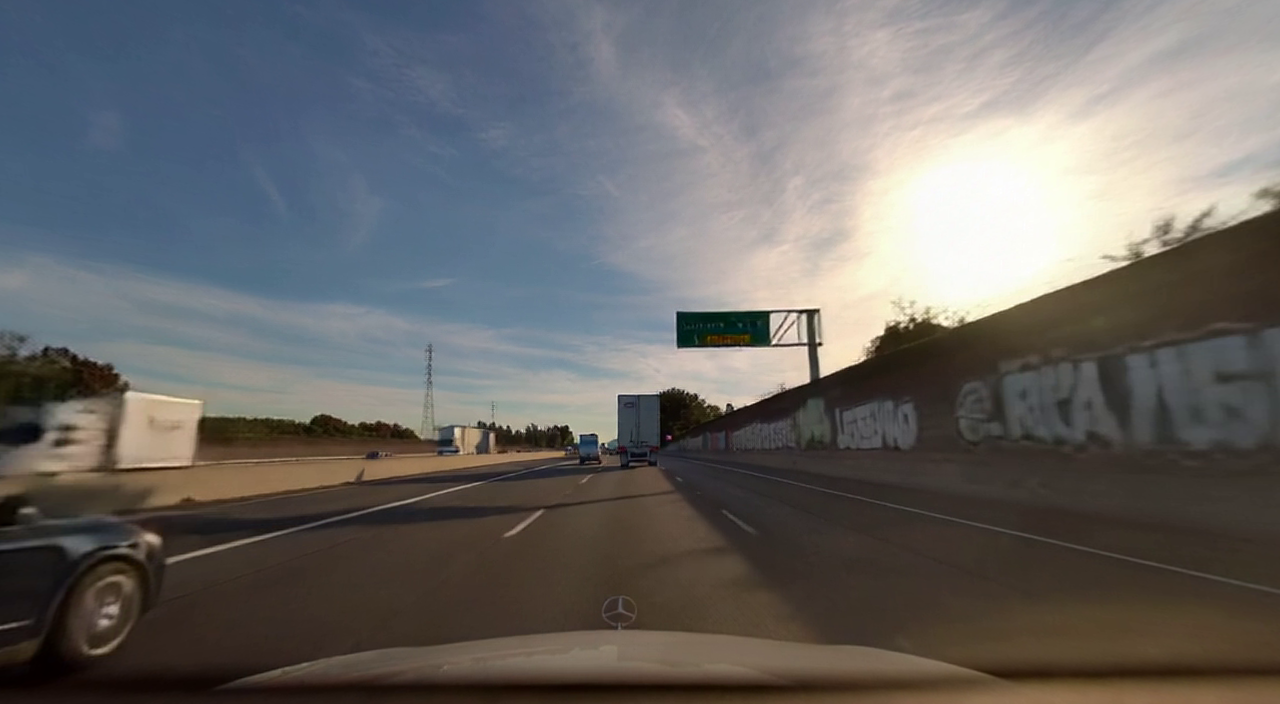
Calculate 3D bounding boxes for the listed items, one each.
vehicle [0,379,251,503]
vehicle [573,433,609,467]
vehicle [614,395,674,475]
[{"bbox_3d":[-19.010,3.369,23.370,2.929,3.679,9.326,0,-9,0],"label":"vehicle"},{"bbox_3d":[-3.648,7.507,48.041,2.278,2.369,5.249,0,-9,1],"label":"vehicle"},{"bbox_3d":[0.071,5.011,37.138,3.042,4.023,10.832,0,-9,-1],"label":"vehicle"}]
